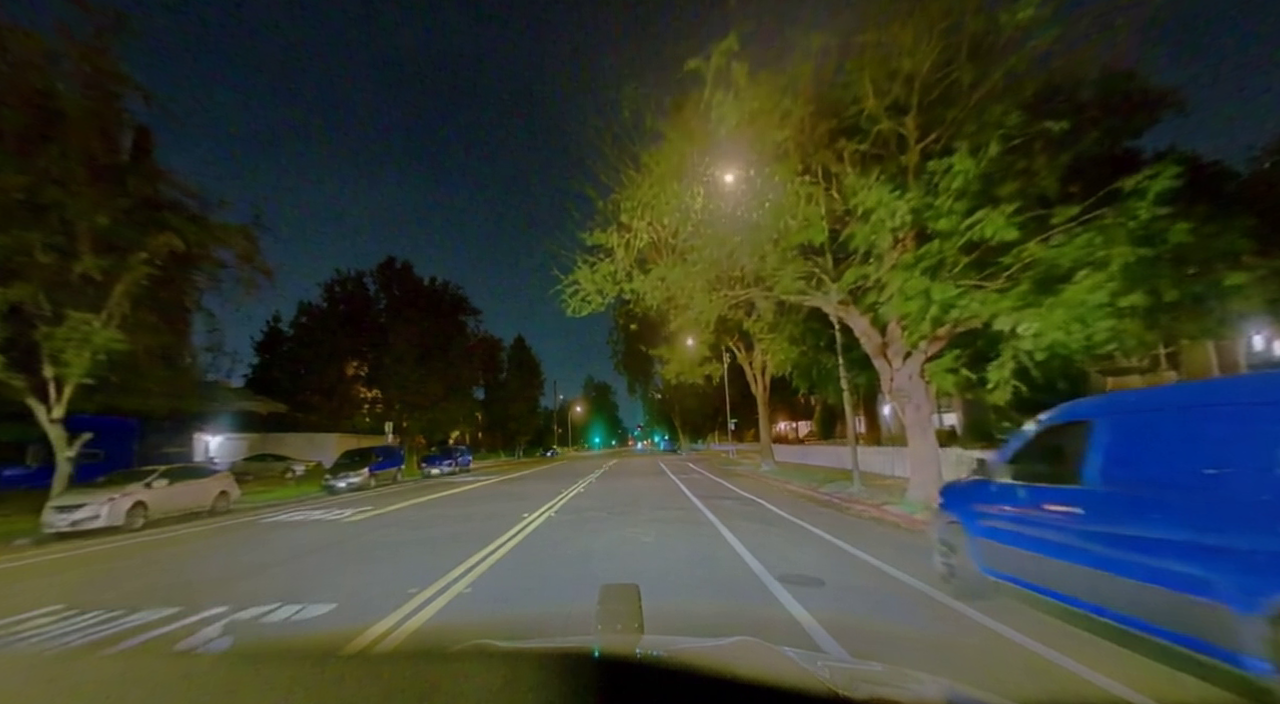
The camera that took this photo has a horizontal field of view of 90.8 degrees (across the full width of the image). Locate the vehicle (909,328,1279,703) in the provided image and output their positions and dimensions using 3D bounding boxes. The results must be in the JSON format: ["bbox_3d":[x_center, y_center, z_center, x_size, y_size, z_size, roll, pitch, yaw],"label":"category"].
[{"bbox_3d":[3.930,0.980,3.479,2.407,1.926,5.615,0,-8,0],"label":"vehicle"}]

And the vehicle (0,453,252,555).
[{"bbox_3d":[-11.253,3.233,14.205,2.186,1.532,4.751,-5,-7,-2],"label":"vehicle"}]

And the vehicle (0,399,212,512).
[{"bbox_3d":[-17.997,3.374,20.986,2.725,3.122,6.348,-2,-8,5],"label":"vehicle"}]

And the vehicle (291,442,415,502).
[{"bbox_3d":[-11.096,4.610,25.044,2.341,1.835,5.570,-3,-7,0],"label":"vehicle"}]

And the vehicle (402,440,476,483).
[{"bbox_3d":[-11.086,6.022,35.375,2.241,1.944,5.709,-5,-7,0],"label":"vehicle"}]
